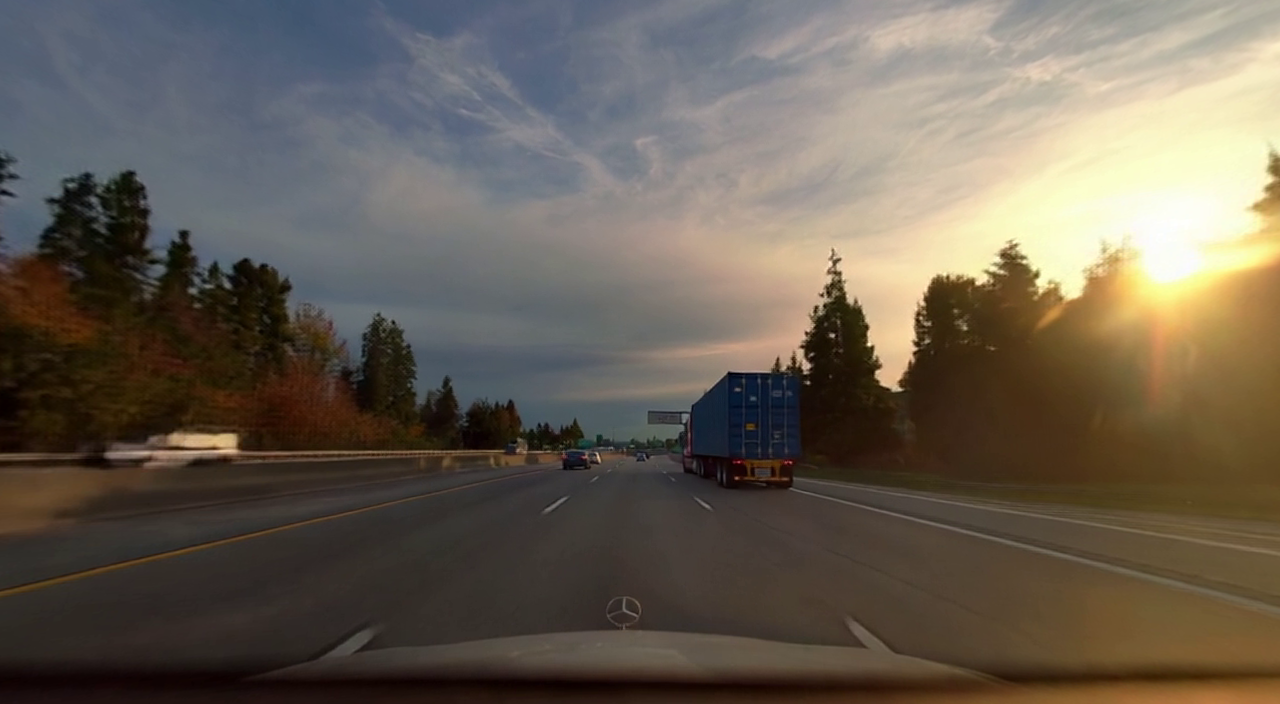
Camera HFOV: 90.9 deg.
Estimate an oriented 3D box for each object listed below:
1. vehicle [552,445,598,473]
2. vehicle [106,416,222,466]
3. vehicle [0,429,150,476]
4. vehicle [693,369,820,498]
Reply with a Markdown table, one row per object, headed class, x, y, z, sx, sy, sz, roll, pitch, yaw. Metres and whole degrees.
| class | x | y | z | sx | sy | sz | roll | pitch | yaw |
| --- | --- | --- | --- | --- | --- | --- | --- | --- | --- |
| vehicle | -4.085 | 6.849 | 40.442 | 2.370 | 1.647 | 5.091 | 0 | -9 | 1 |
| vehicle | -20.088 | 3.828 | 26.823 | 1.899 | 1.973 | 3.718 | 0 | -9 | 1 |
| vehicle | -20.012 | 3.535 | 22.161 | 1.828 | 1.455 | 4.660 | 0 | -9 | 0 |
| vehicle | 4.202 | 3.569 | 26.359 | 2.821 | 4.046 | 12.876 | 0 | -9 | 0 |
